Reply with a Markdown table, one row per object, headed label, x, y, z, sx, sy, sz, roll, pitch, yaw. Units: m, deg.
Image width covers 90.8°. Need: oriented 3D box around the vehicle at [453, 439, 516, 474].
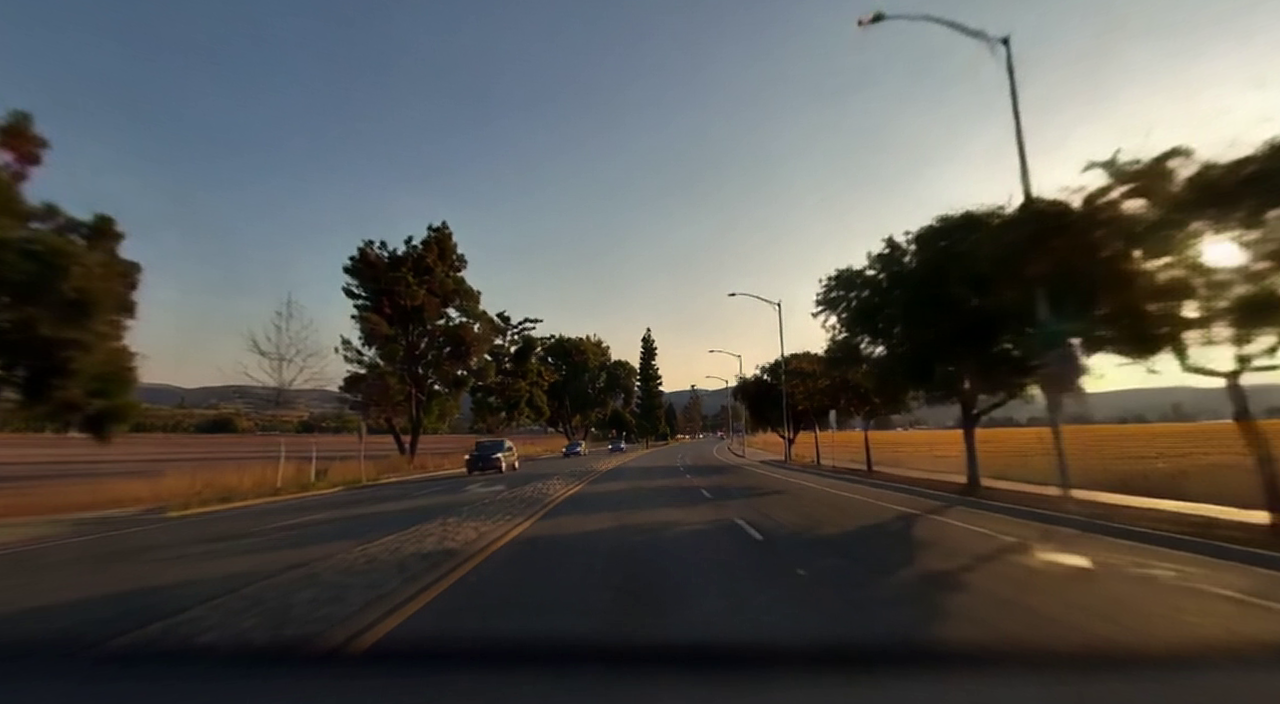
| label | x | y | z | sx | sy | sz | roll | pitch | yaw |
| --- | --- | --- | --- | --- | --- | --- | --- | --- | --- |
| vehicle | -8.099 | 5.477 | 33.401 | 2.058 | 1.680 | 4.315 | 0 | -8 | 2 |
